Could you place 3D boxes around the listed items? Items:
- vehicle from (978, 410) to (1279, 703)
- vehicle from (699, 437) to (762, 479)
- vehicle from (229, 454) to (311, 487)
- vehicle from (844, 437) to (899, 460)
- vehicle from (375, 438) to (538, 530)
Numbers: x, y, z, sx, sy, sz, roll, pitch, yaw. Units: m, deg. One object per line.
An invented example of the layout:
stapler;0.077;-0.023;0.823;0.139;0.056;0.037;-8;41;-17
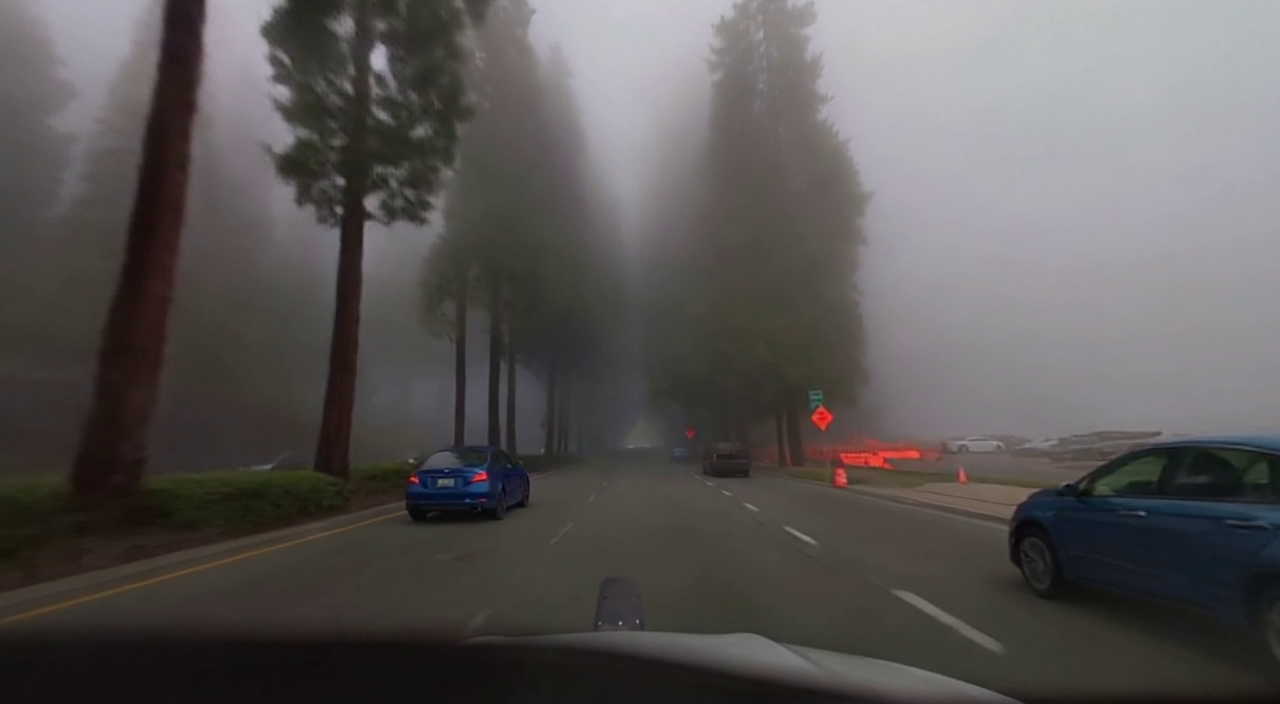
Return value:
vehicle;4.120;1.165;3.991;1.827;1.491;3.743;0;-9;-1
vehicle;4.183;5.001;30.033;2.159;1.793;4.735;0;-9;-1
vehicle;-20.607;6.562;35.404;1.923;1.669;4.407;0;-9;0
vehicle;17.062;7.142;46.796;1.941;1.559;4.633;1;-9;-6
vehicle;-3.363;2.496;12.510;2.020;1.474;4.098;0;-9;0
